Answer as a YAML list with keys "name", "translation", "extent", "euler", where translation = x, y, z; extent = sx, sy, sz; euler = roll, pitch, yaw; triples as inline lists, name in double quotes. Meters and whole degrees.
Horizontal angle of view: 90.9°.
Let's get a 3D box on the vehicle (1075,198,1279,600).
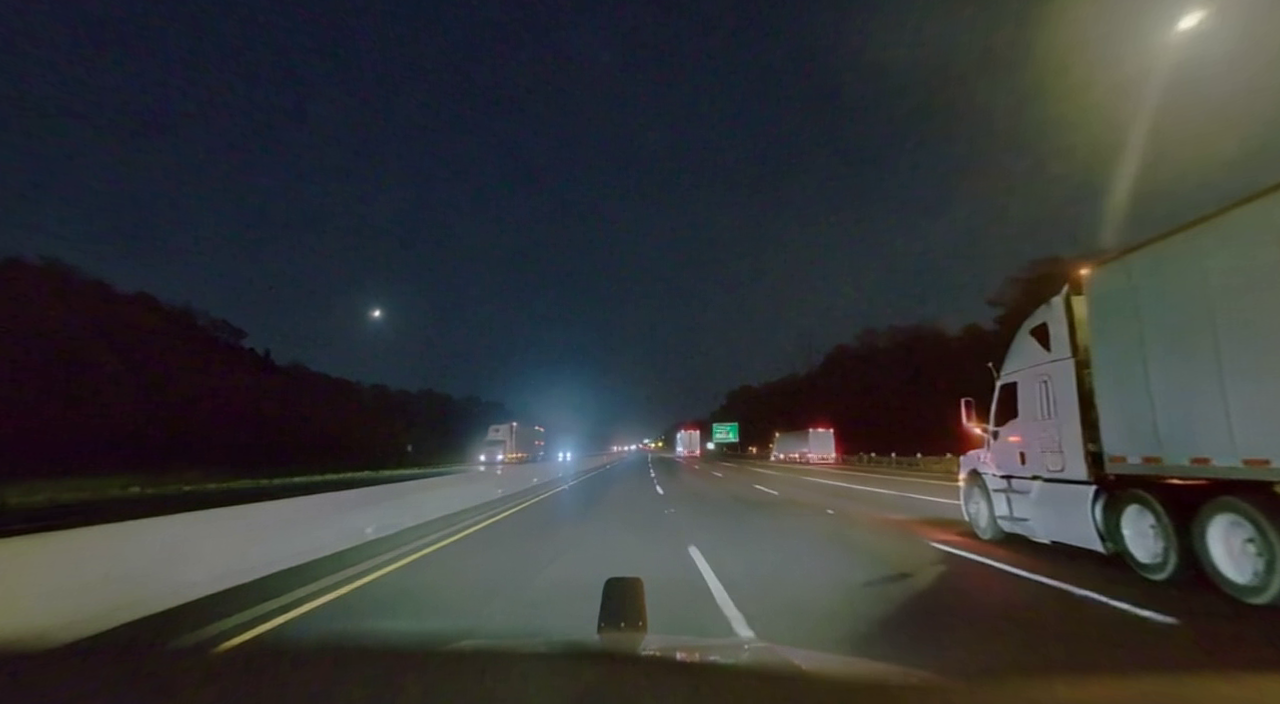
- name: "vehicle"
  translation: [6.498, 0.117, 3.493]
  extent: [2.690, 3.197, 7.515]
  euler: [0, -9, 0]
